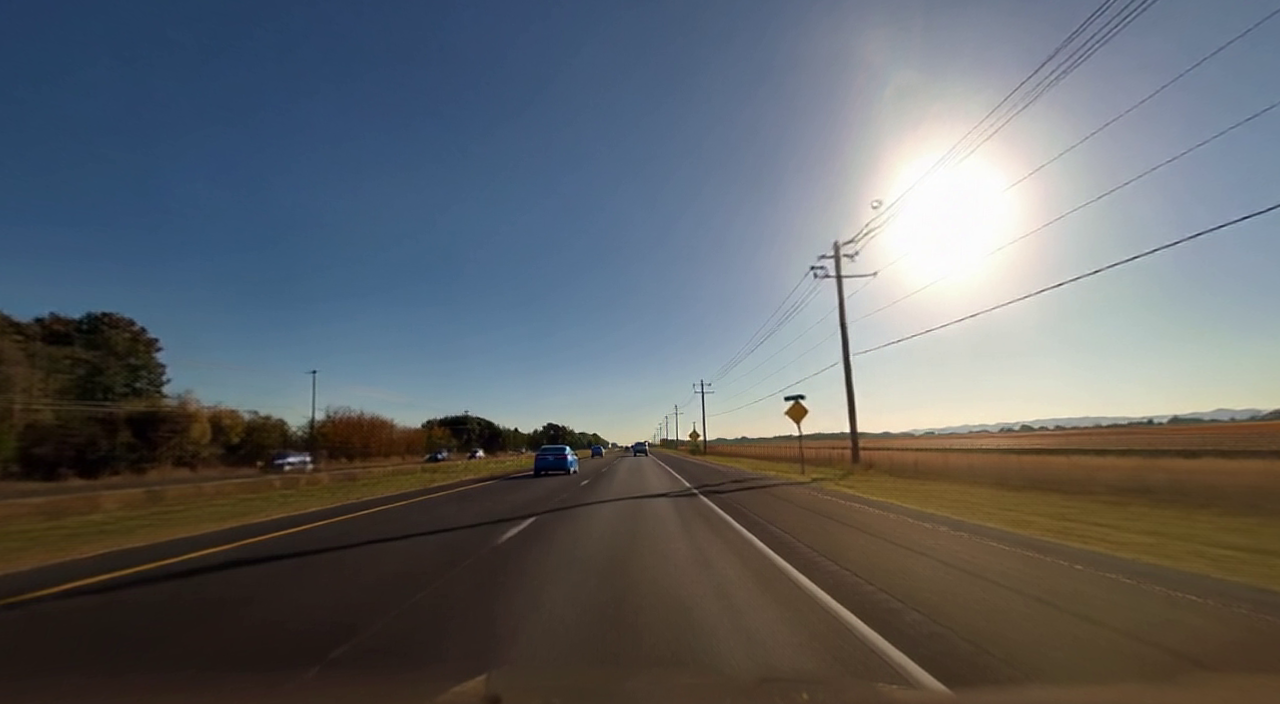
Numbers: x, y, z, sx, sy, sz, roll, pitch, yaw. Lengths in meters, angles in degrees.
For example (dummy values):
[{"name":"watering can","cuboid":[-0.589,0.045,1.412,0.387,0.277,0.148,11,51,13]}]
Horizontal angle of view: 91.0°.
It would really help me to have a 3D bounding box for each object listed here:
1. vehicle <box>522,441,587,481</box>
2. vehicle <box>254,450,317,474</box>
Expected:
[{"name":"vehicle","cuboid":[-3.673,4.793,27.924,2.120,1.597,4.810,0,-9,1]},{"name":"vehicle","cuboid":[-25.539,7.919,45.544,1.881,1.584,4.456,0,-9,0]}]
